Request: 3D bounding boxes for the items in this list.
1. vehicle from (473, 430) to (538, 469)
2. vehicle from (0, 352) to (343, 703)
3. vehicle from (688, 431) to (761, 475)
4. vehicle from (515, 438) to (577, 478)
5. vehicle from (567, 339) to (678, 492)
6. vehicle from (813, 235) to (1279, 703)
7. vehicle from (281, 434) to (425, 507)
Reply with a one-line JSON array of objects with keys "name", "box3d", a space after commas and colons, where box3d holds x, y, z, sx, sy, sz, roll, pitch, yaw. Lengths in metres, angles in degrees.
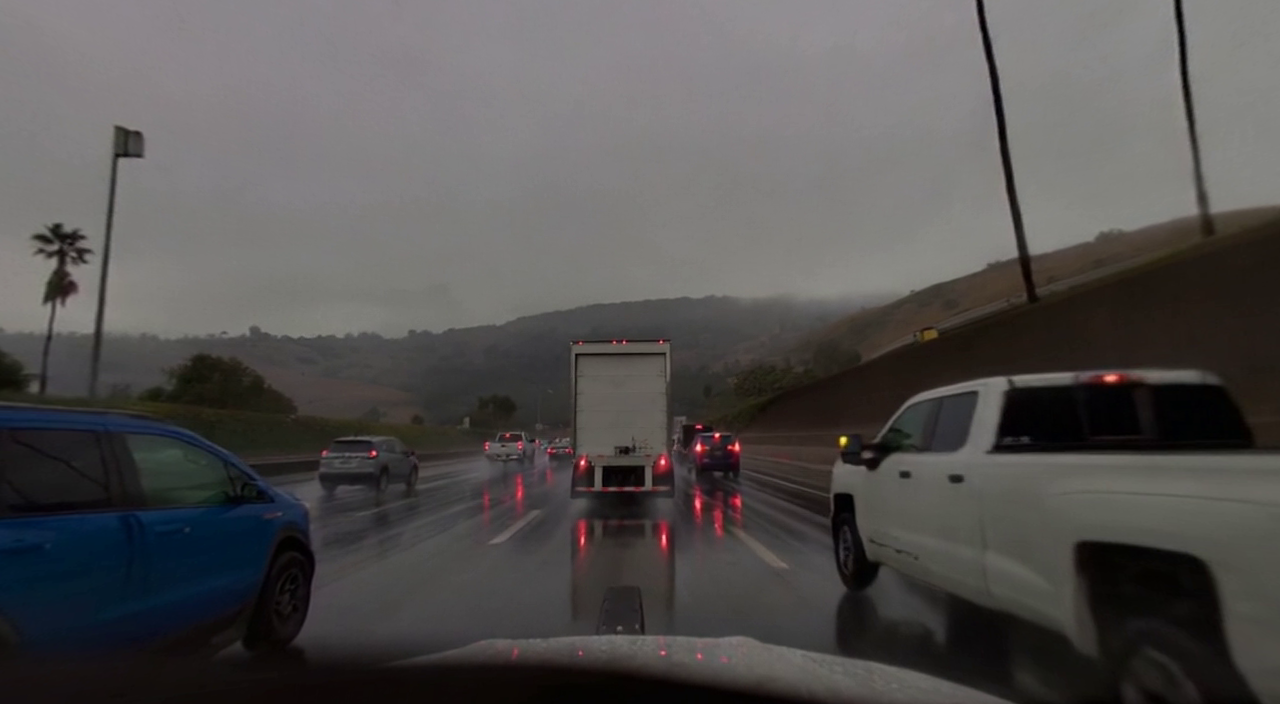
[{"name": "vehicle", "box3d": [-7.354, 5.414, 35.183, 2.344, 1.954, 5.579, -1, -8, 1]}, {"name": "vehicle", "box3d": [-3.285, 0.931, 2.897, 1.885, 1.654, 4.103, 0, -8, -1]}, {"name": "vehicle", "box3d": [2.915, 3.626, 22.901, 1.859, 1.416, 4.695, 0, -8, -2]}, {"name": "vehicle", "box3d": [-3.814, 4.366, 26.314, 1.874, 1.475, 4.328, 0, -8, 0]}, {"name": "vehicle", "box3d": [-0.428, 2.441, 22.157, 2.906, 4.040, 10.743, 0, -8, 0]}, {"name": "vehicle", "box3d": [2.627, 0.813, 2.801, 2.098, 1.827, 5.538, 0, -8, 0]}, {"name": "vehicle", "box3d": [-7.048, 2.929, 16.056, 1.766, 1.585, 4.094, 0, -8, -1]}]
